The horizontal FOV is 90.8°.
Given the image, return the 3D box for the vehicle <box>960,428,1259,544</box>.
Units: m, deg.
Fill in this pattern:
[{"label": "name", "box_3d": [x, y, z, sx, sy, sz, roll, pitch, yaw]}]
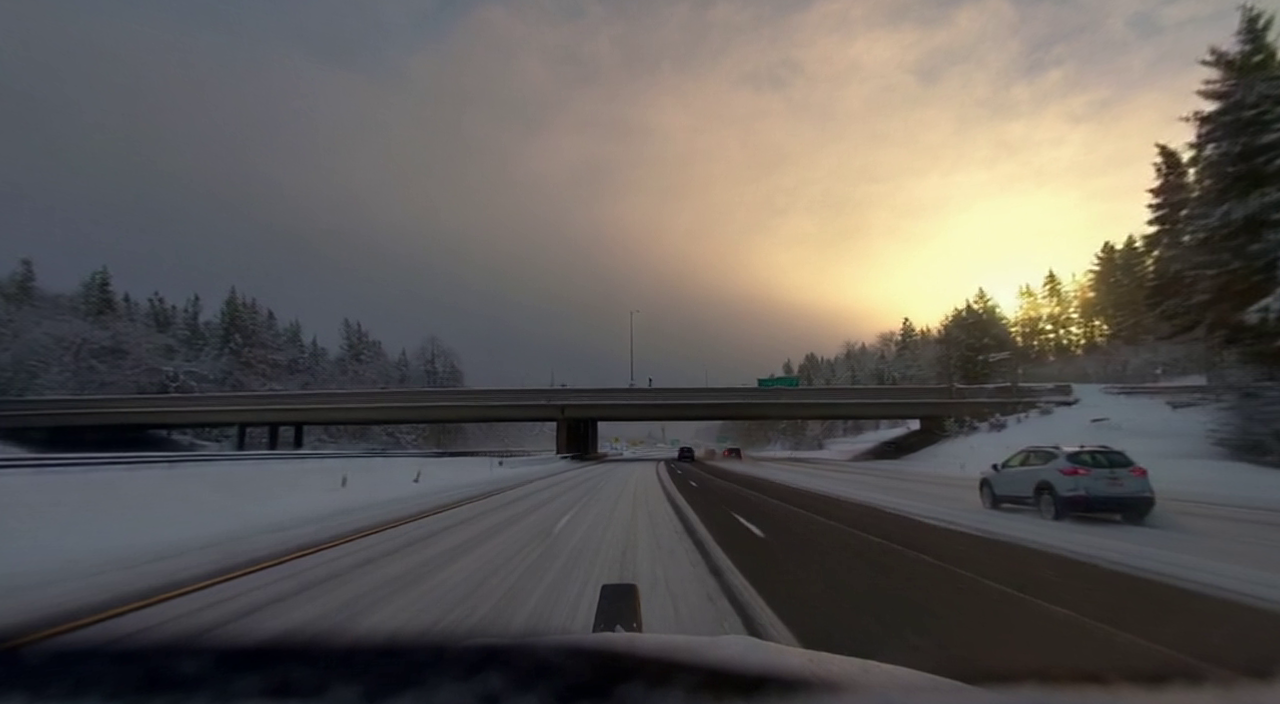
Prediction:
[{"label": "vehicle", "box_3d": [7.733, 2.222, 11.114, 1.862, 1.613, 4.316, 0, -9, -1]}]
